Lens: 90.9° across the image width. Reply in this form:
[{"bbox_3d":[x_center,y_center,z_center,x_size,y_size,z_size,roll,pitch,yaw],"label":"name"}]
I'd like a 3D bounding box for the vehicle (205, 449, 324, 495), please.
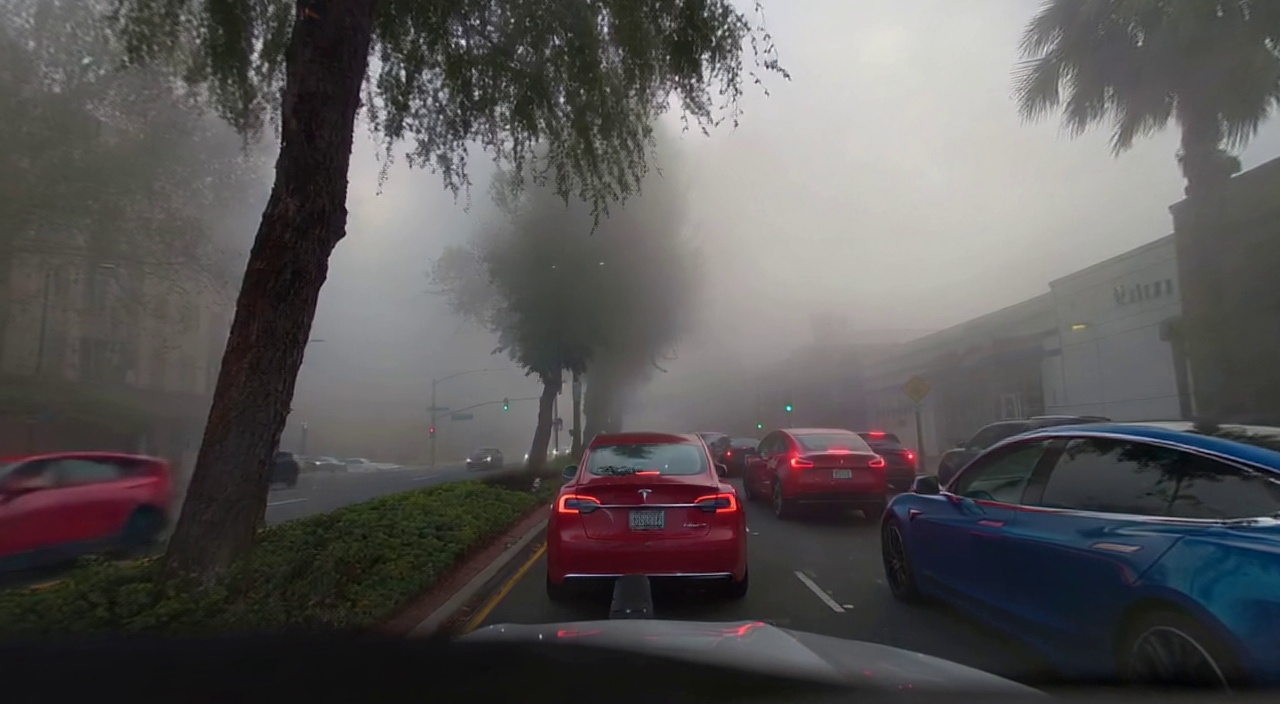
[{"bbox_3d":[-15.012,4.779,25.570,2.005,1.630,4.556,0,-8,0],"label":"vehicle"}]

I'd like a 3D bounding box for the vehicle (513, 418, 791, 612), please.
[{"bbox_3d":[0.105,1.556,6.912,2.137,1.488,3.938,0,-8,0],"label":"vehicle"}]

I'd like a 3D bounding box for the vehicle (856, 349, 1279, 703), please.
[{"bbox_3d":[3.187,1.095,4.001,2.038,1.651,4.455,0,-8,0],"label":"vehicle"}]

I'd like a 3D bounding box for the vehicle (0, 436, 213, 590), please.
[{"bbox_3d":[-7.969,1.923,8.018,1.999,1.662,4.291,0,-8,1],"label":"vehicle"}]

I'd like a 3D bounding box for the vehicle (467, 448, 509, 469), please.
[{"bbox_3d":[-11.263,7.896,46.920,1.892,1.479,4.355,-1,-8,3],"label":"vehicle"}]
